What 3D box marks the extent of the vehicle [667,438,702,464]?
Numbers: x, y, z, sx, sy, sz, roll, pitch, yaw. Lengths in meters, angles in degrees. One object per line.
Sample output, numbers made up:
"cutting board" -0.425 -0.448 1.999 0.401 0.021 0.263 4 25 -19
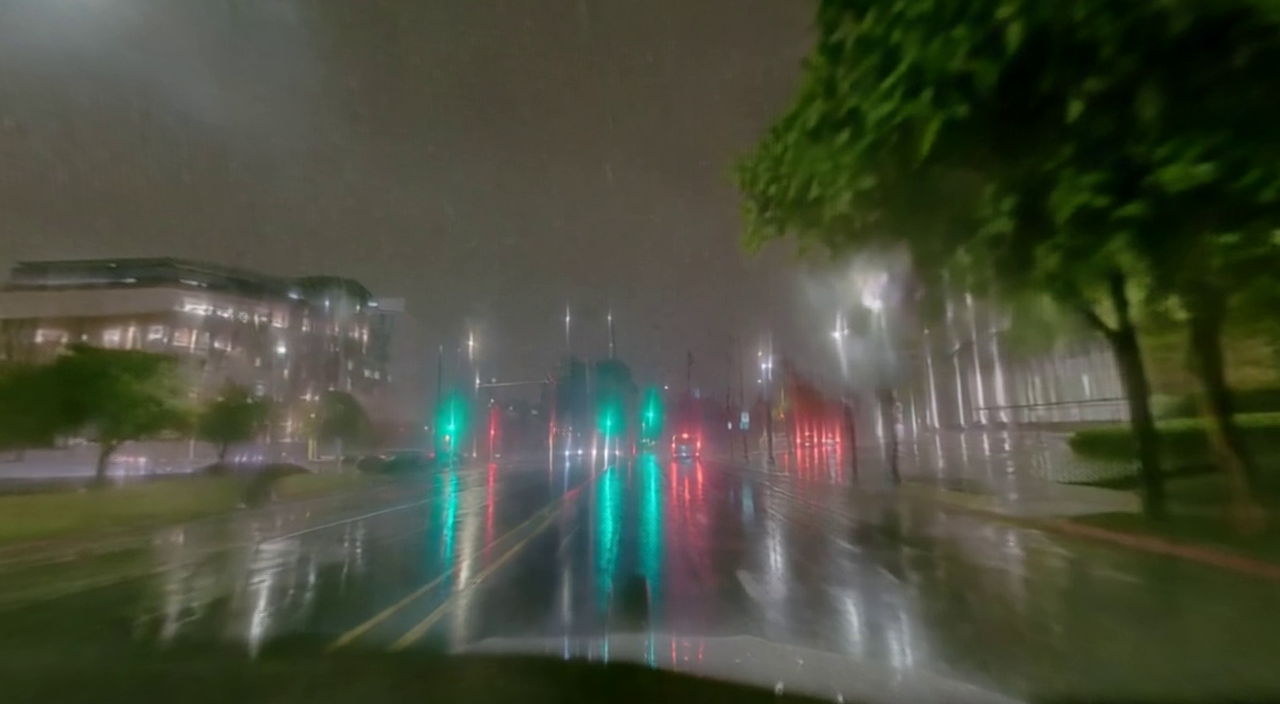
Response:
"vehicle" 3.026 6.850 43.809 2.129 1.719 4.205 0 -8 0
